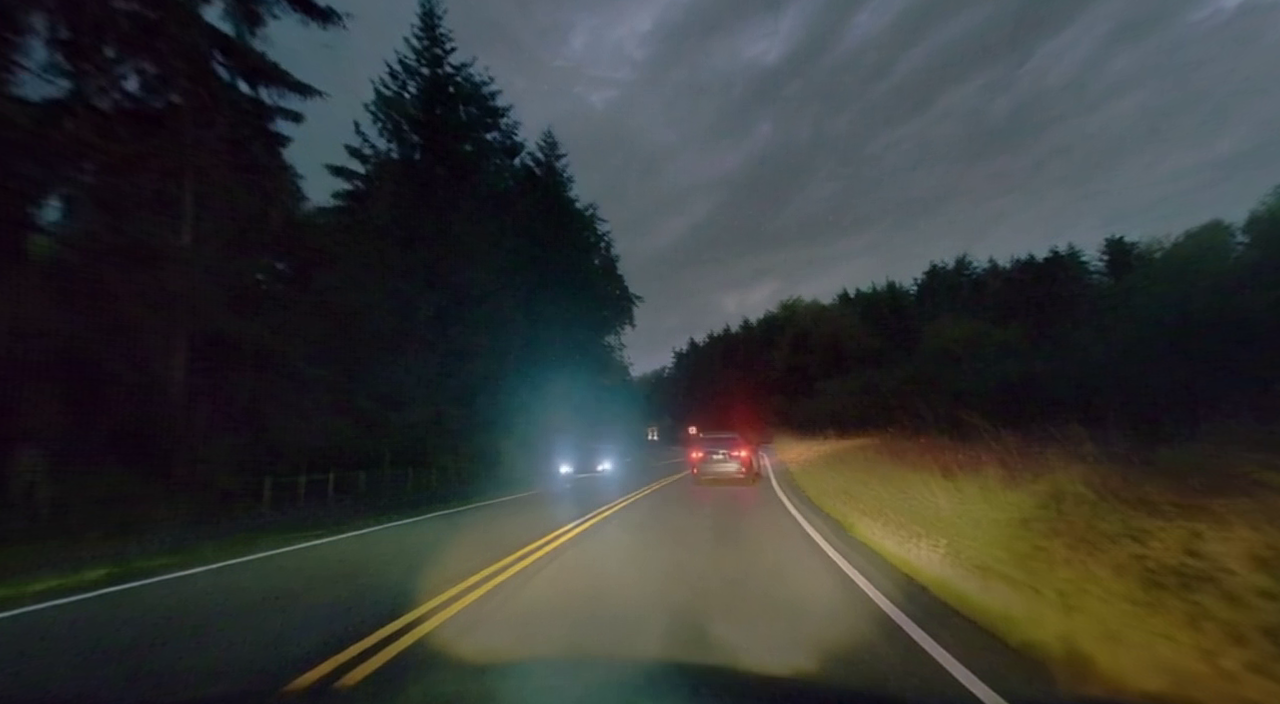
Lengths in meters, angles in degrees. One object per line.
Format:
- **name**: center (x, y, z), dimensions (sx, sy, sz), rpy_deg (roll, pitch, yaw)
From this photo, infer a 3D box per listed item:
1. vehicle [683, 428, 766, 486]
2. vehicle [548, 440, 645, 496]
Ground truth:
- **vehicle**: center (2.695, 3.241, 19.768), dimensions (2.274, 1.583, 4.349), rpy_deg (-1, -8, 9)
- **vehicle**: center (-1.239, 3.637, 20.233), dimensions (2.143, 1.586, 4.238), rpy_deg (-1, -9, 10)
